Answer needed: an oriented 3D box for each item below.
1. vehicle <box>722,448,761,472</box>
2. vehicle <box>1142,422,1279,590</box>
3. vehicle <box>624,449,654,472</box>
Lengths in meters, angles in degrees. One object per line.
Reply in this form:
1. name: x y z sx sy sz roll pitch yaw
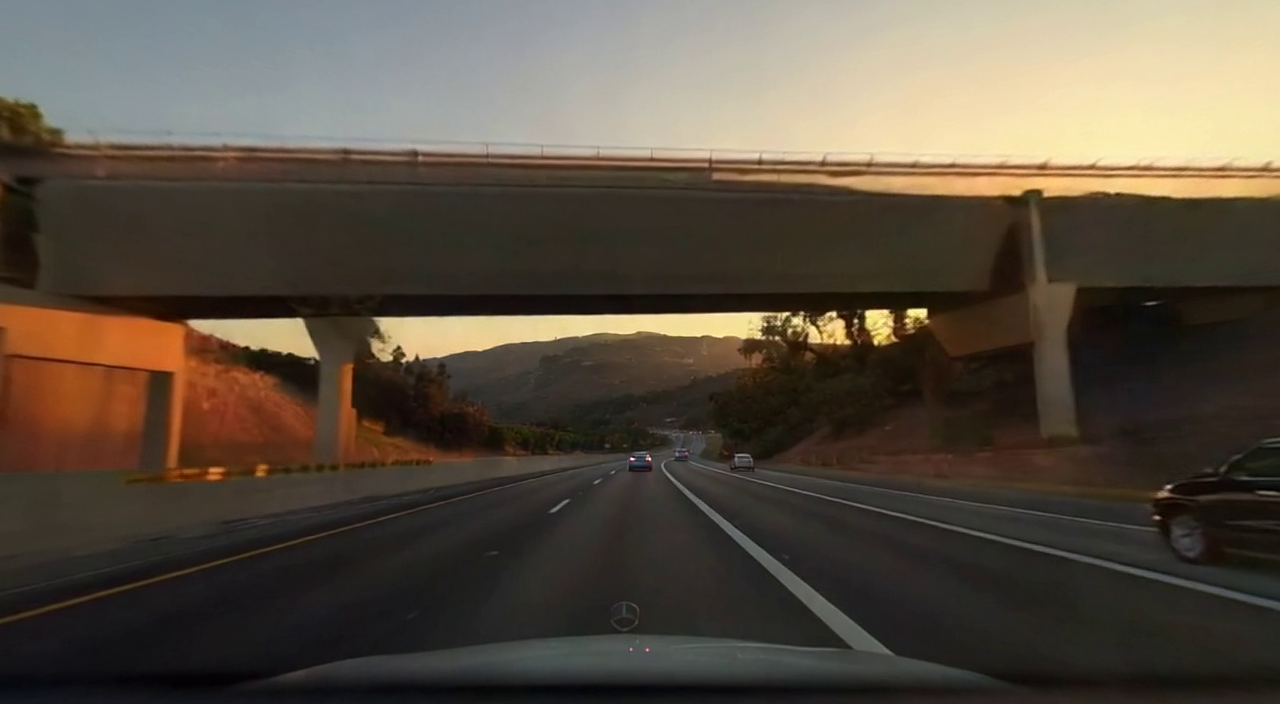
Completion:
1. vehicle: 6.718 7.182 41.838 1.941 1.485 3.701 0 -9 -1
2. vehicle: 6.924 1.293 4.993 2.008 1.533 4.592 0 -9 0
3. vehicle: -0.054 7.706 44.791 2.025 1.526 4.181 0 -9 0
